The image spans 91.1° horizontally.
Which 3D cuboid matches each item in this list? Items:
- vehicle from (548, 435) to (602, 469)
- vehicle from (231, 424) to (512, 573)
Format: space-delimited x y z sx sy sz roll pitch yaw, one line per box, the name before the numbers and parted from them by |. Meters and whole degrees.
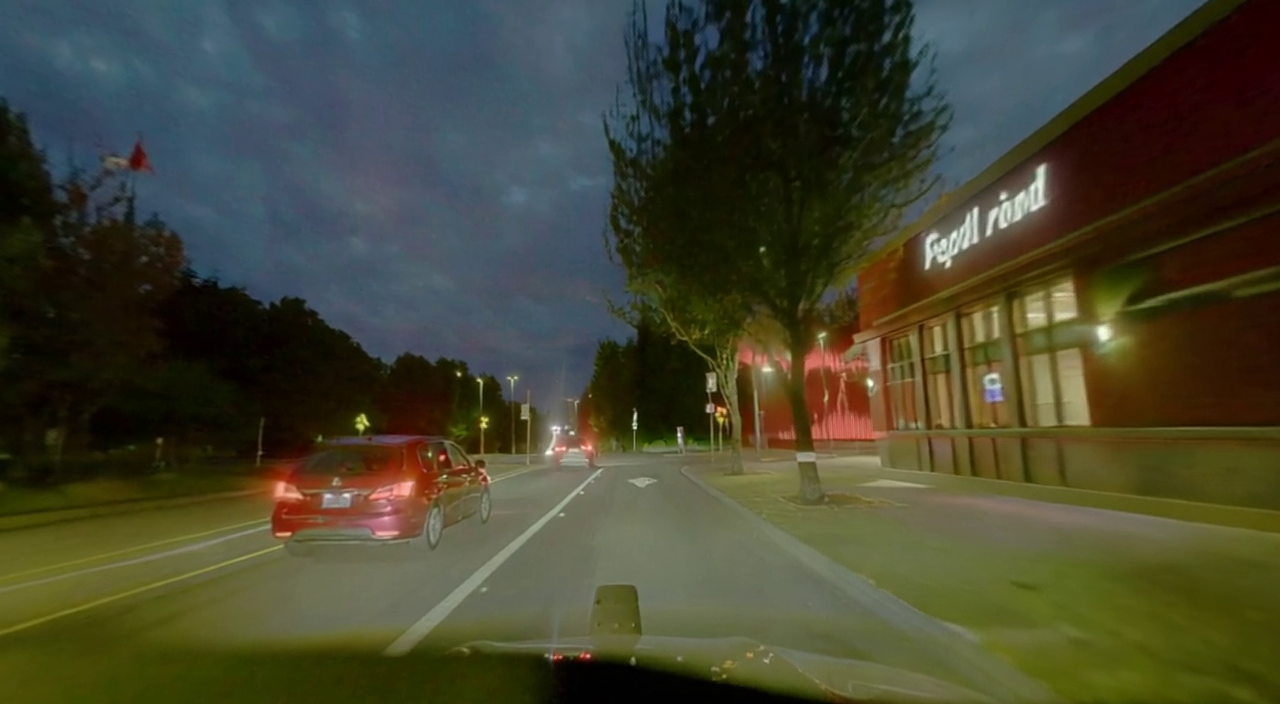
vehicle | -2.965 4.632 29.440 1.962 1.424 4.289 0 -8 1
vehicle | -3.164 1.776 8.590 1.853 1.478 4.381 0 -8 1
